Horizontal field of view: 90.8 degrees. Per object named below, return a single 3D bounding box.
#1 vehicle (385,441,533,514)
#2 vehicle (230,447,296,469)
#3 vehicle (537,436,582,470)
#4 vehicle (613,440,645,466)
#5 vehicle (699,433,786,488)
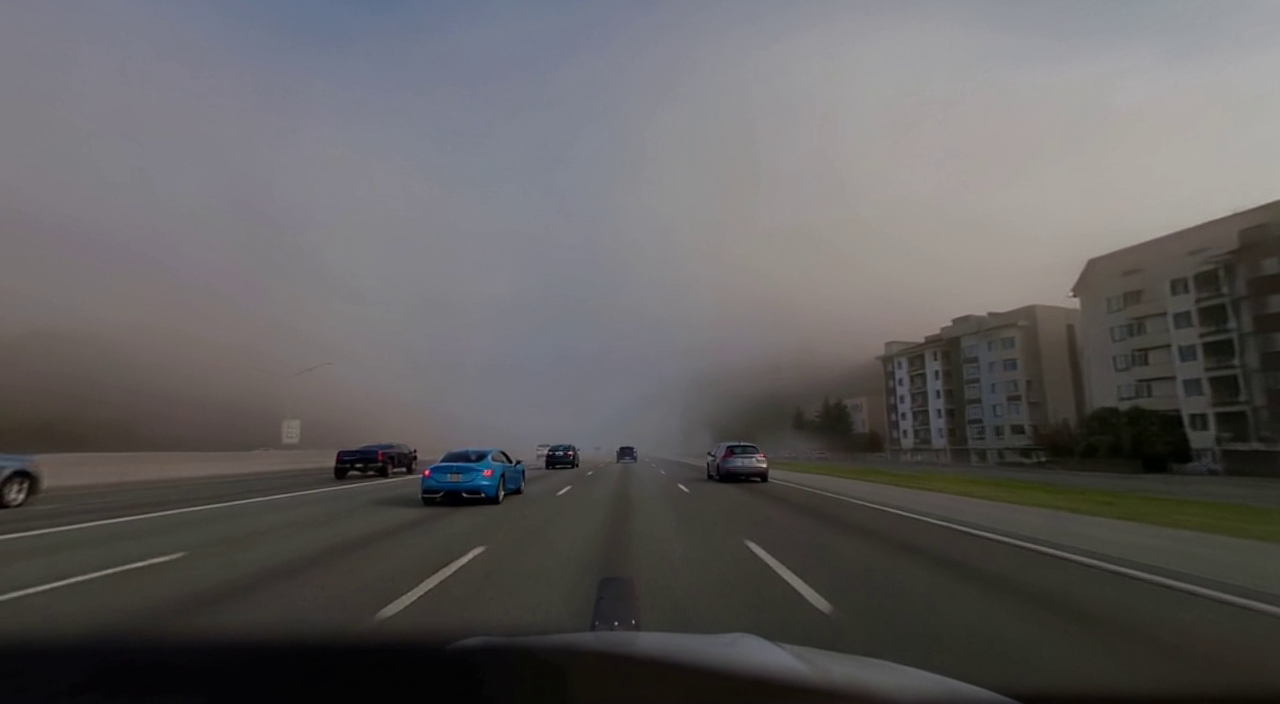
[{"bbox_3d":[-3.958,2.810,14.732,2.124,1.426,4.444,0,-8,0],"label":"vehicle"},{"bbox_3d":[-26.264,7.392,44.246,1.816,1.457,4.598,0,-8,0],"label":"vehicle"},{"bbox_3d":[-4.545,5.801,36.427,2.044,1.774,4.329,0,-8,-1],"label":"vehicle"},{"bbox_3d":[-0.739,6.701,42.177,2.053,1.650,3.945,0,-8,-1],"label":"vehicle"},{"bbox_3d":[3.334,3.628,21.516,2.061,1.658,4.417,0,-8,-2],"label":"vehicle"}]
